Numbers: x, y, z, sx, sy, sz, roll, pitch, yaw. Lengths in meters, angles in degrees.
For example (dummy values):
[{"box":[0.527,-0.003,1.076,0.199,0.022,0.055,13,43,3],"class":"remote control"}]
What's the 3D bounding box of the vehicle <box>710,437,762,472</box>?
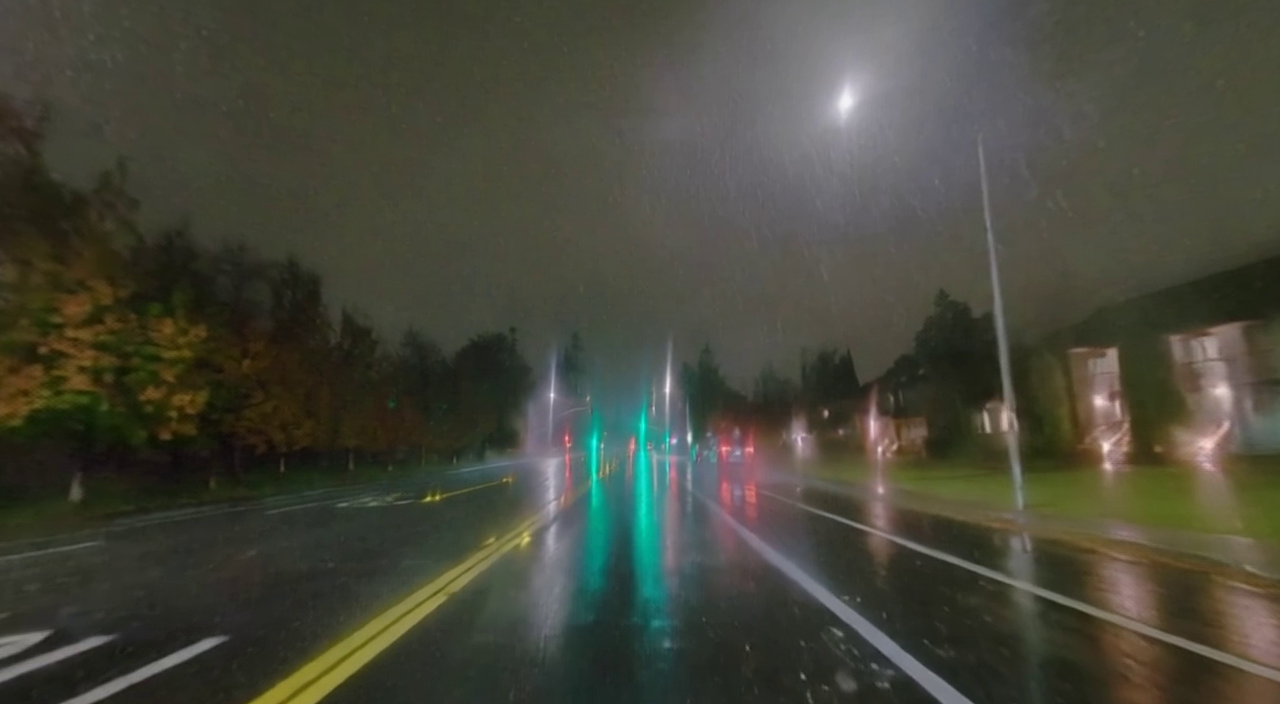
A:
[{"box":[5.298,5.774,35.525,2.160,1.800,4.646,0,-9,-1],"class":"vehicle"}]
